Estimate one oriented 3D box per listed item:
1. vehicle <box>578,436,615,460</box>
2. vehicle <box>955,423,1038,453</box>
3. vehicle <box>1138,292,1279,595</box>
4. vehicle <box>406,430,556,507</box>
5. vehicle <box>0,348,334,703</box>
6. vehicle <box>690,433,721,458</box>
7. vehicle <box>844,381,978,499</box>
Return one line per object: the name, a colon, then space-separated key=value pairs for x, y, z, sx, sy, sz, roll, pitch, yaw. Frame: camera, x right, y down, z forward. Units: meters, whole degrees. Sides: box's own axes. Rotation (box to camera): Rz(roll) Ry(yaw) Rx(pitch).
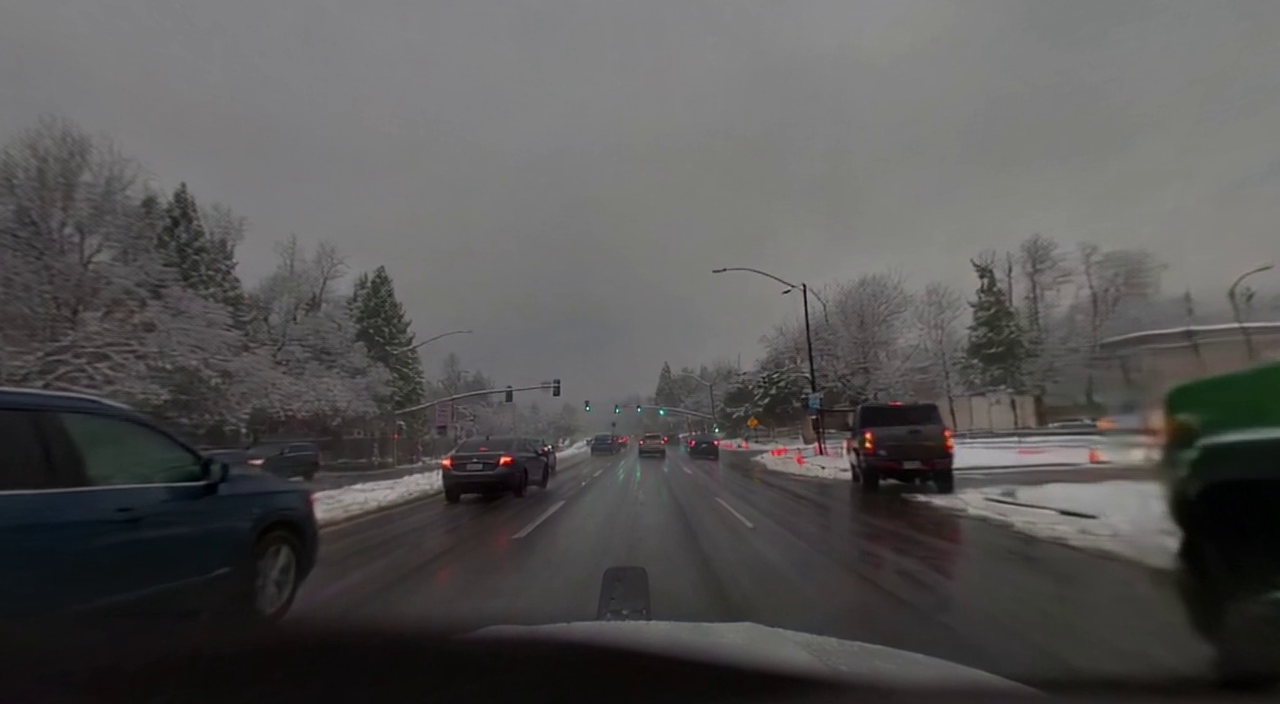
vehicle: x=-2.823 y=6.397 z=42.161 sx=1.998 sy=1.481 sz=4.656 roll=0 pitch=-8 yaw=2
vehicle: x=18.986 y=4.598 z=33.848 sx=1.799 sy=1.463 sz=4.641 roll=0 pitch=-8 yaw=1
vehicle: x=6.490 y=0.747 z=5.116 sx=2.202 sy=2.529 sz=3.168 roll=-1 pitch=-8 yaw=3
vehicle: x=-3.400 y=2.597 z=14.608 sx=2.107 sy=1.482 sz=4.674 roll=0 pitch=-8 yaw=2
vehicle: x=-3.592 y=0.902 z=3.001 sx=2.038 sy=1.682 sz=4.399 roll=0 pitch=-8 yaw=0
vehicle: x=4.478 y=6.426 z=43.434 sx=1.984 sy=1.659 sz=4.226 roll=-1 pitch=-8 yaw=4
vehicle: x=6.727 y=2.216 z=16.045 sx=1.910 sy=2.539 sz=2.846 roll=-6 pitch=-7 yaw=1
